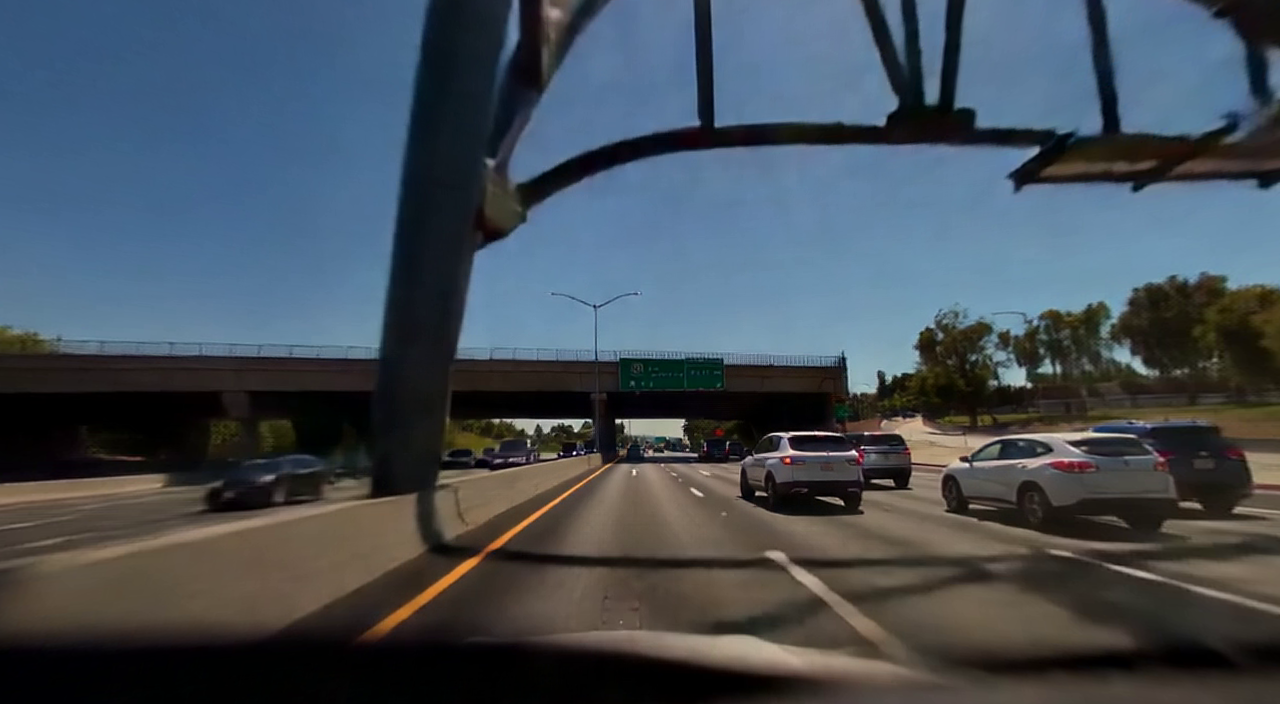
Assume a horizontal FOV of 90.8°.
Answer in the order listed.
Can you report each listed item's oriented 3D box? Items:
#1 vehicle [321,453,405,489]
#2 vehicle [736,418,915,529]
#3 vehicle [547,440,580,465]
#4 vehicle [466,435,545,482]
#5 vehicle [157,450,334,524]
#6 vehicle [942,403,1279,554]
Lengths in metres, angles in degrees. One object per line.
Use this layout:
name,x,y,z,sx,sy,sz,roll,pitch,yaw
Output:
vehicle,-12.647,5.430,29.159,1.919,1.456,4.462,0,-9,-1
vehicle,3.229,2.224,12.057,2.059,1.711,4.302,0,-9,0
vehicle,-5.943,7.902,49.603,2.048,1.838,4.587,0,-9,-1
vehicle,-5.966,4.815,28.850,2.405,1.932,5.424,0,-9,0
vehicle,-9.283,3.165,15.289,1.922,1.523,3.645,0,-9,-1
vehicle,7.160,1.900,10.185,2.040,1.801,4.959,0,-9,-1
